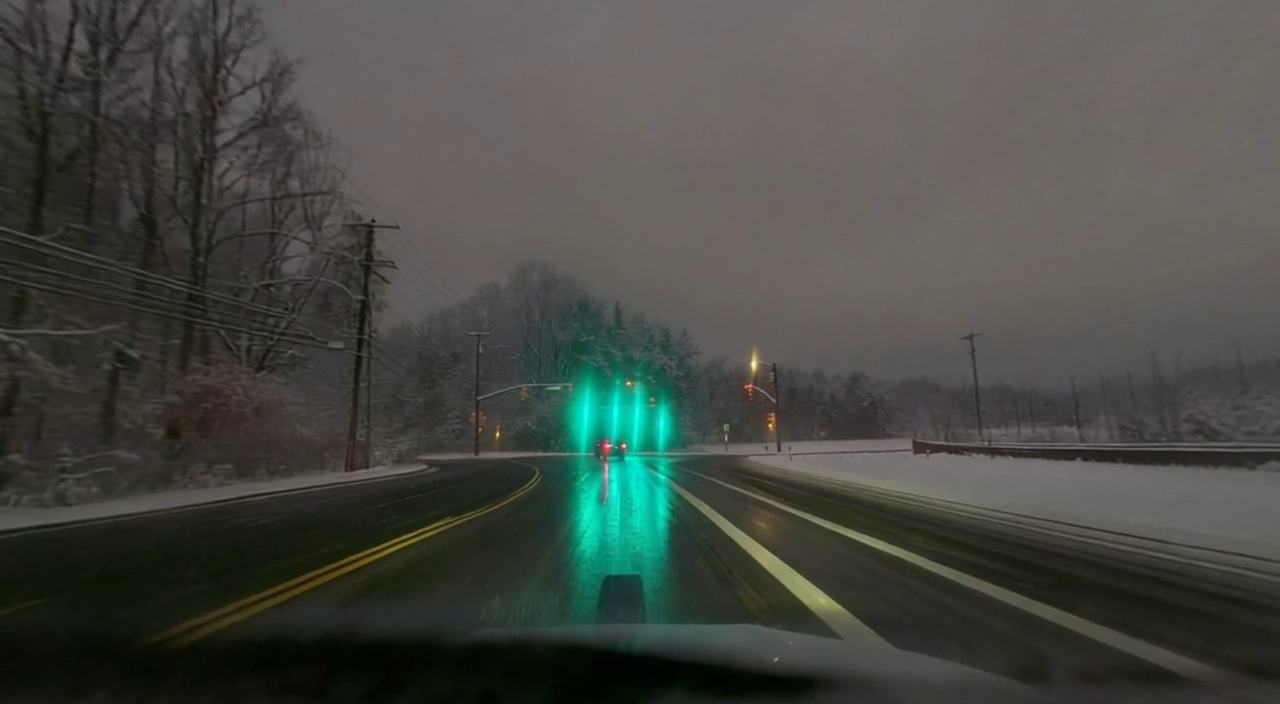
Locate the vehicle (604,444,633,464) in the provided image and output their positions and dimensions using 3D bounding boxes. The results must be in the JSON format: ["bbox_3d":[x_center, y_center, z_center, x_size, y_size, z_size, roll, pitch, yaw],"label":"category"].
[{"bbox_3d":[-1.657,7.764,48.222,2.042,1.489,3.963,1,-9,-4],"label":"vehicle"}]
